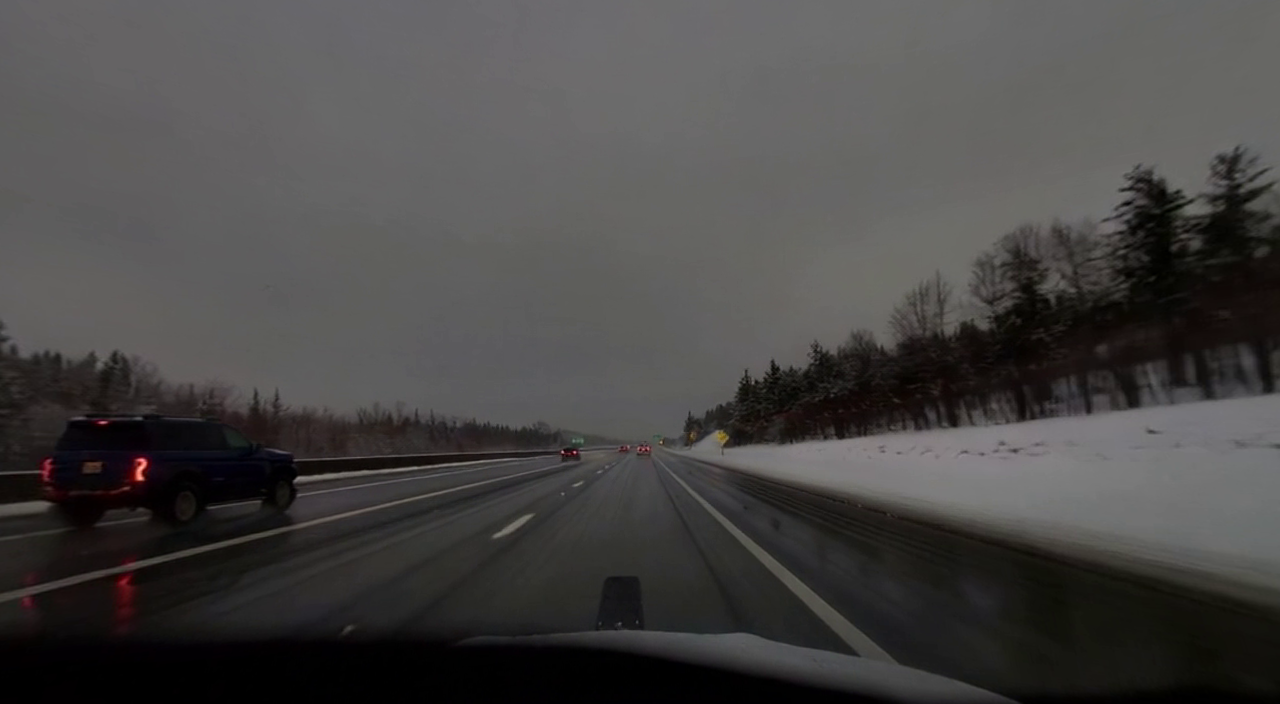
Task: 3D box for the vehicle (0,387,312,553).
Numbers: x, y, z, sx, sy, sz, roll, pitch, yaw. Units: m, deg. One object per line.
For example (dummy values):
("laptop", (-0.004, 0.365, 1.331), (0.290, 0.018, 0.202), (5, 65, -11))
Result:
("vehicle", (-7.666, 1.755, 9.990), (2.163, 1.947, 4.959), (0, -9, 0))
